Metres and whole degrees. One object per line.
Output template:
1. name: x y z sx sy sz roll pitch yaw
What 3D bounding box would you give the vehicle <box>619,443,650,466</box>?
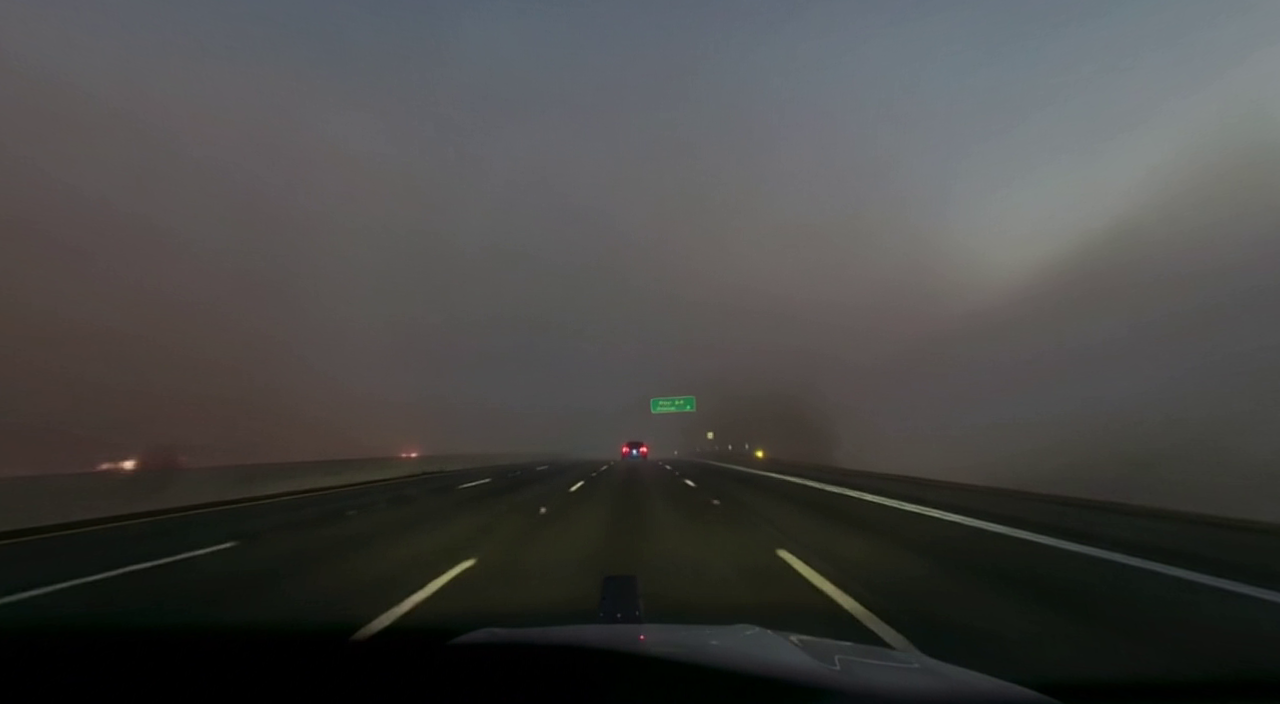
1. vehicle: -0.419 7.140 44.198 2.080 1.468 3.884 0 -9 -1
